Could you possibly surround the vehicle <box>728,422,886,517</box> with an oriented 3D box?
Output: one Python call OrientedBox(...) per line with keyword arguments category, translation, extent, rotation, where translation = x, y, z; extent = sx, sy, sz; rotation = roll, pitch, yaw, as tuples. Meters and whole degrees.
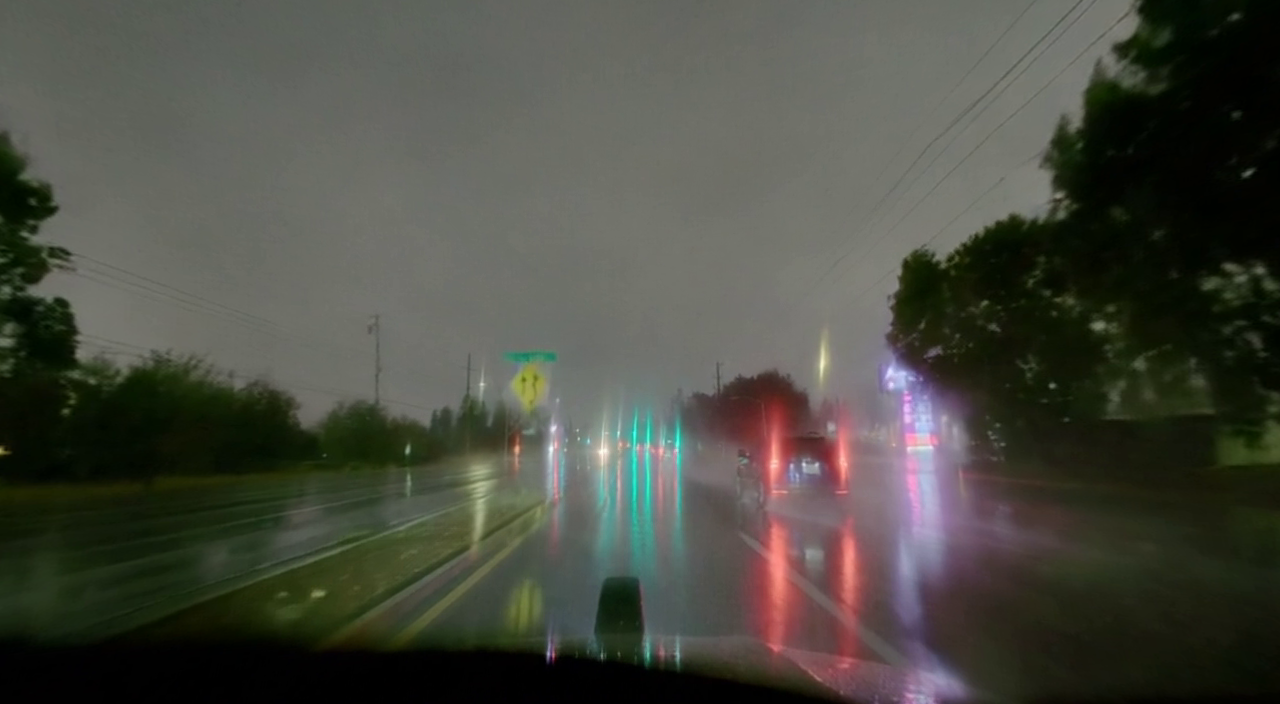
OrientedBox(category="vehicle", translation=(3.248, 2.380, 13.261), extent=(2.078, 1.668, 4.078), rotation=(0, -8, -2))
